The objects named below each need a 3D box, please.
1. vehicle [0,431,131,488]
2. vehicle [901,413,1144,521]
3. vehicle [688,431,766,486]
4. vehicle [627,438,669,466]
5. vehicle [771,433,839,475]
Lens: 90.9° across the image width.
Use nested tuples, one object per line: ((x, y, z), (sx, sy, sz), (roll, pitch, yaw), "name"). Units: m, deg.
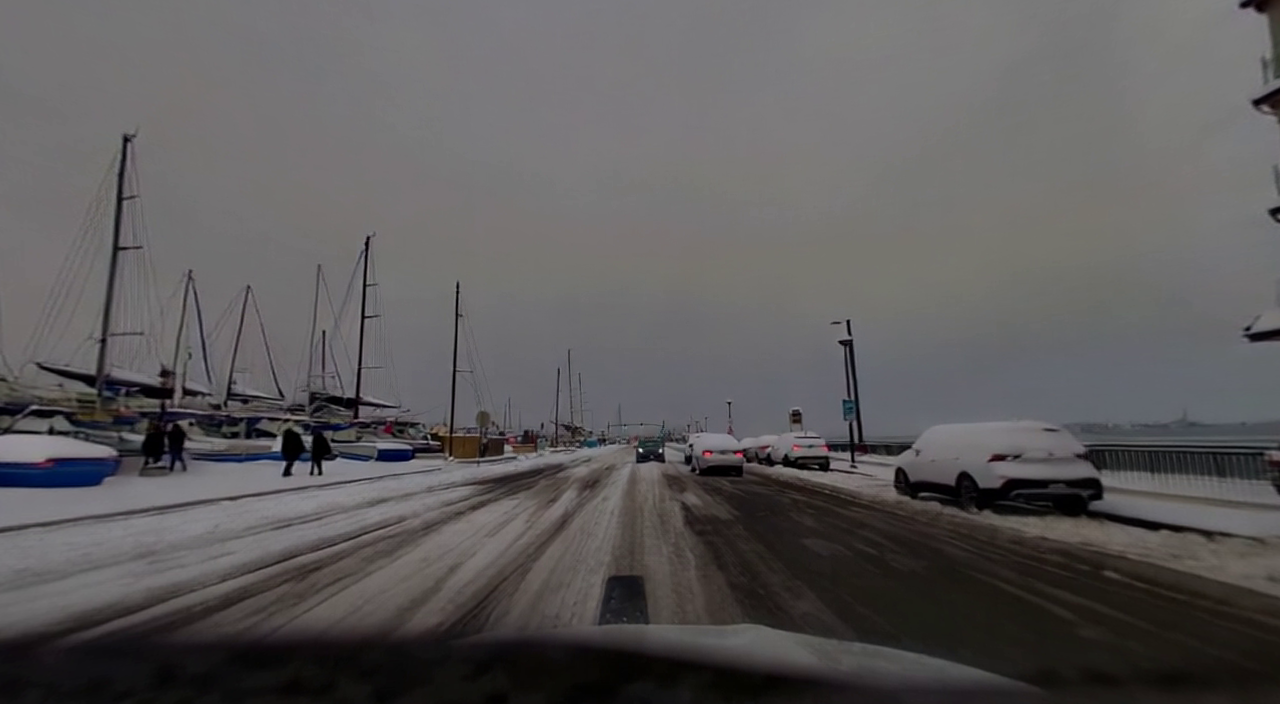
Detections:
((-18.073, 3.149, 18.715), (1.840, 1.522, 4.695), (-1, -8, 3), "vehicle")
((7.837, 2.409, 13.752), (2.056, 1.896, 5.062), (0, -8, -1), "vehicle")
((2.768, 3.515, 21.049), (2.047, 1.640, 4.051), (0, -8, 0), "vehicle")
((0.474, 5.806, 36.719), (2.284, 1.496, 3.949), (0, -8, 1), "vehicle")
((7.885, 4.927, 30.621), (1.969, 1.852, 4.514), (0, -8, -1), "vehicle")
